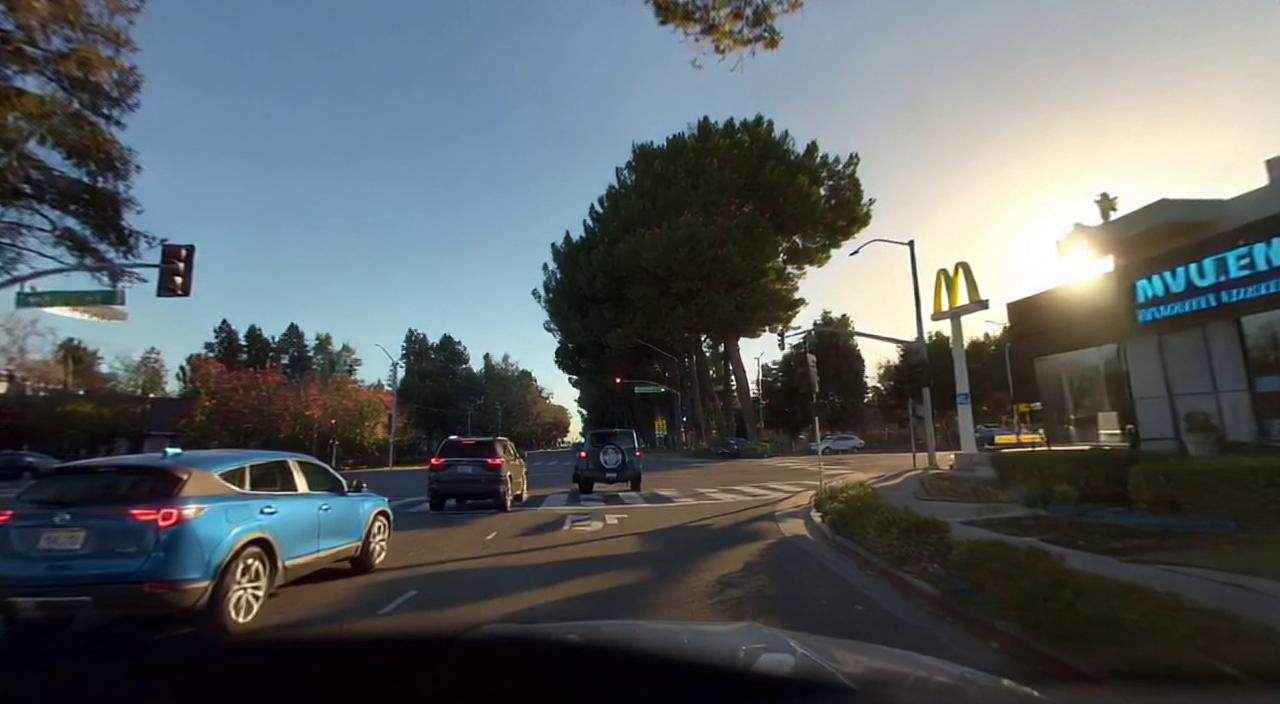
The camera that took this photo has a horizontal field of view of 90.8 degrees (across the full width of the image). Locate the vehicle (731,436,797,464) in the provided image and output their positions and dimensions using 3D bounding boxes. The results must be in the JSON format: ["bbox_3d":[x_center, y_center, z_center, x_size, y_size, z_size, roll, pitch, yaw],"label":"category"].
[{"bbox_3d":[9.569,7.550,48.717,4.432,1.680,1.971,-2,-7,-23],"label":"vehicle"}]

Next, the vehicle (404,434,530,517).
[{"bbox_3d":[-4.256,3.093,16.396,2.130,1.819,4.497,0,-8,-2],"label":"vehicle"}]

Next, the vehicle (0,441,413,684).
[{"bbox_3d":[-4.025,1.644,6.235,1.941,1.479,4.541,0,-8,-1],"label":"vehicle"}]

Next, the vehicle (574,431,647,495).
[{"bbox_3d":[-1.042,3.730,21.571,2.224,1.923,4.643,1,-9,-4],"label":"vehicle"}]
